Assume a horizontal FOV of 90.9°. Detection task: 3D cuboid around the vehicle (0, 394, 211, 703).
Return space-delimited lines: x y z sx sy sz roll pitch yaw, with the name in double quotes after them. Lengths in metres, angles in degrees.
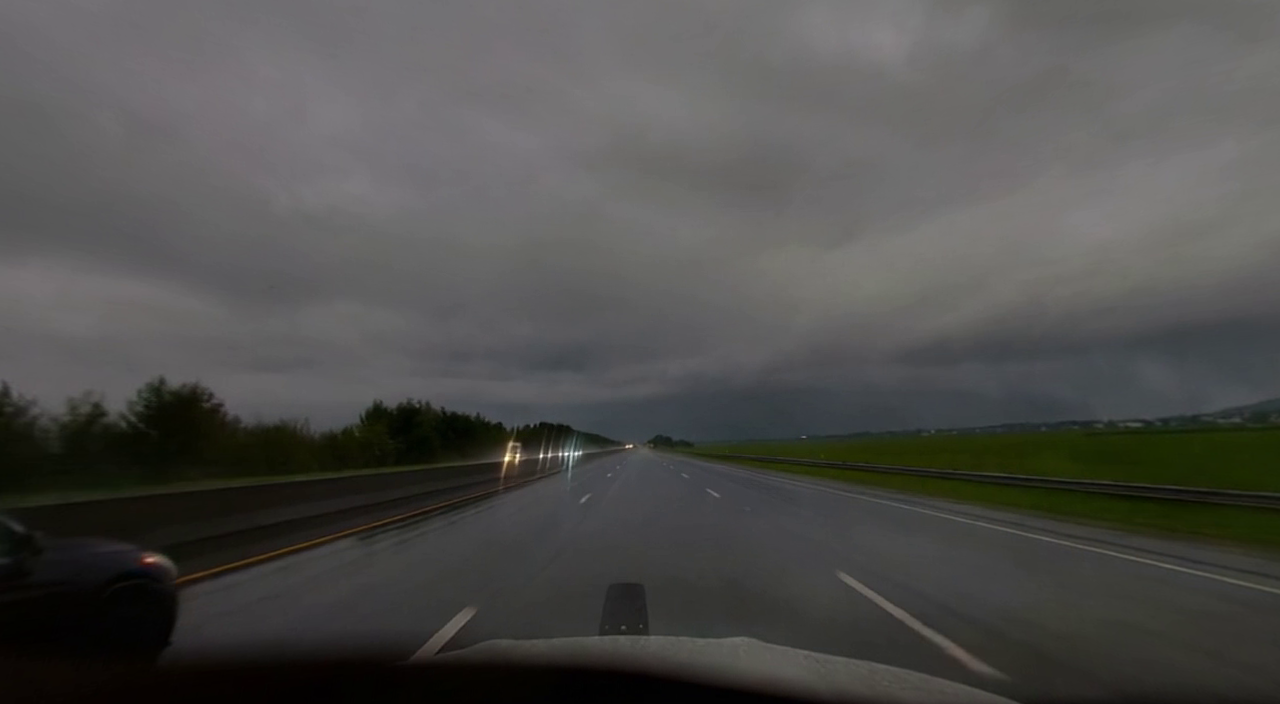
-3.442 0.787 1.622 1.815 1.500 4.036 0 -9 0 "vehicle"
